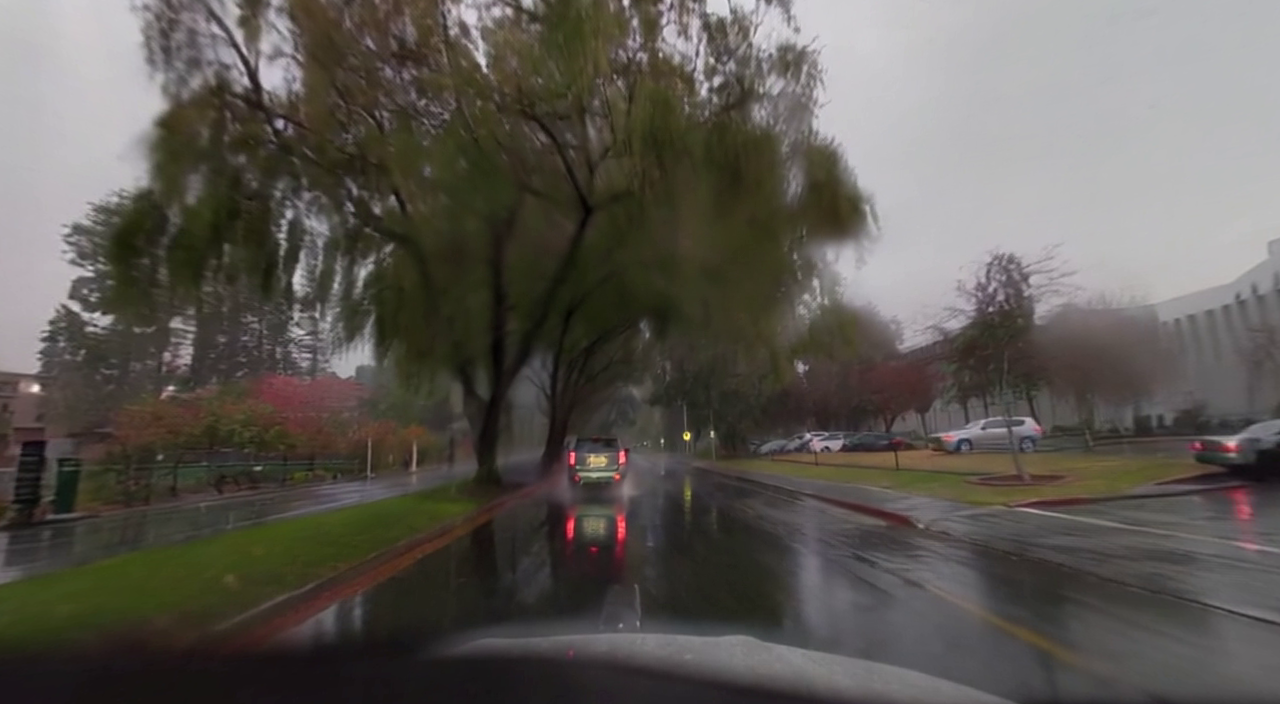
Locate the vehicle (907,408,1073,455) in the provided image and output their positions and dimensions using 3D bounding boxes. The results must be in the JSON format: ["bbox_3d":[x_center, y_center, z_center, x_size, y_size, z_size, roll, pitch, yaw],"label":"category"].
[{"bbox_3d":[12.796,2.976,23.364,4.788,1.625,2.319,0,-9,-3],"label":"vehicle"}]

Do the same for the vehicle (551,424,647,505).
[{"bbox_3d":[-1.013,2.982,17.263,2.157,1.816,5.804,0,-8,-2],"label":"vehicle"}]

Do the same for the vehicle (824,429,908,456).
[{"bbox_3d":[12.445,5.004,34.962,3.895,1.451,1.830,1,-9,-4],"label":"vehicle"}]
